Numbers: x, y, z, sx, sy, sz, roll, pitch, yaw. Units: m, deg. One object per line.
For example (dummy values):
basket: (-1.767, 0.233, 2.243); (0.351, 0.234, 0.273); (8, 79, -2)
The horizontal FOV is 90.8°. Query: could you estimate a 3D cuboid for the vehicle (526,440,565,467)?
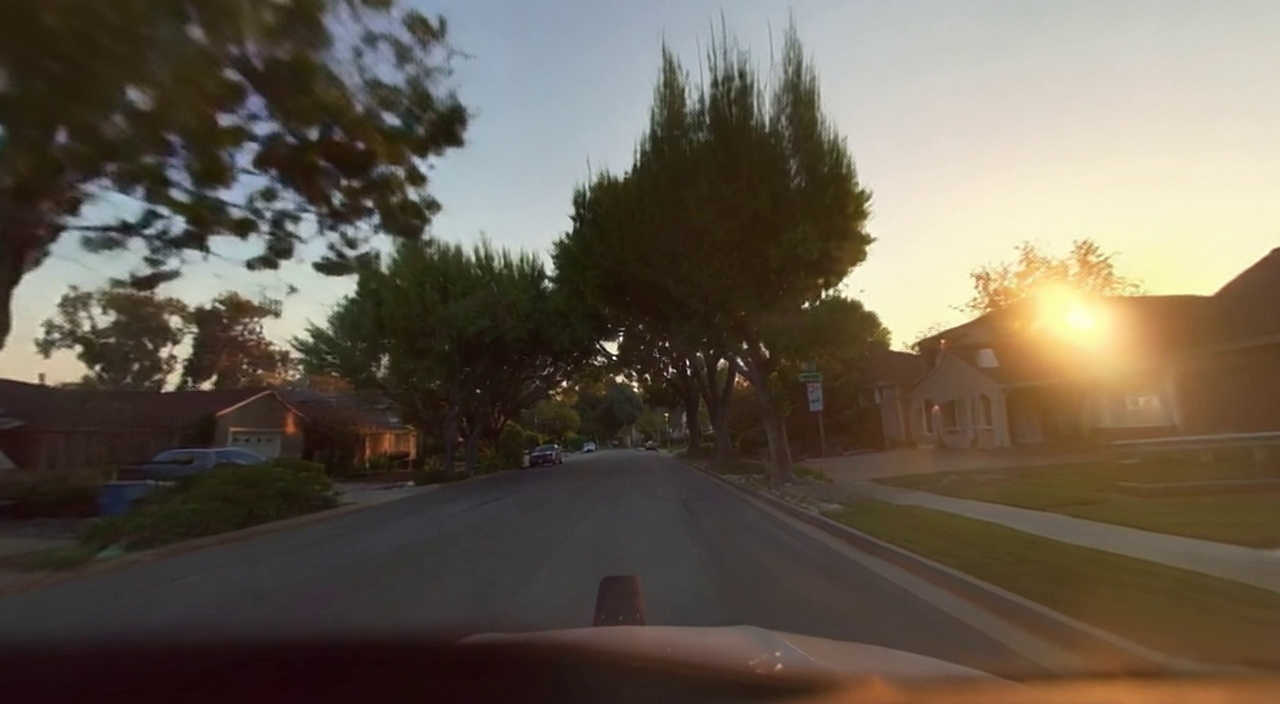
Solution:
vehicle: (-6.665, 7.185, 45.034); (2.078, 1.745, 5.119); (0, -8, -1)
